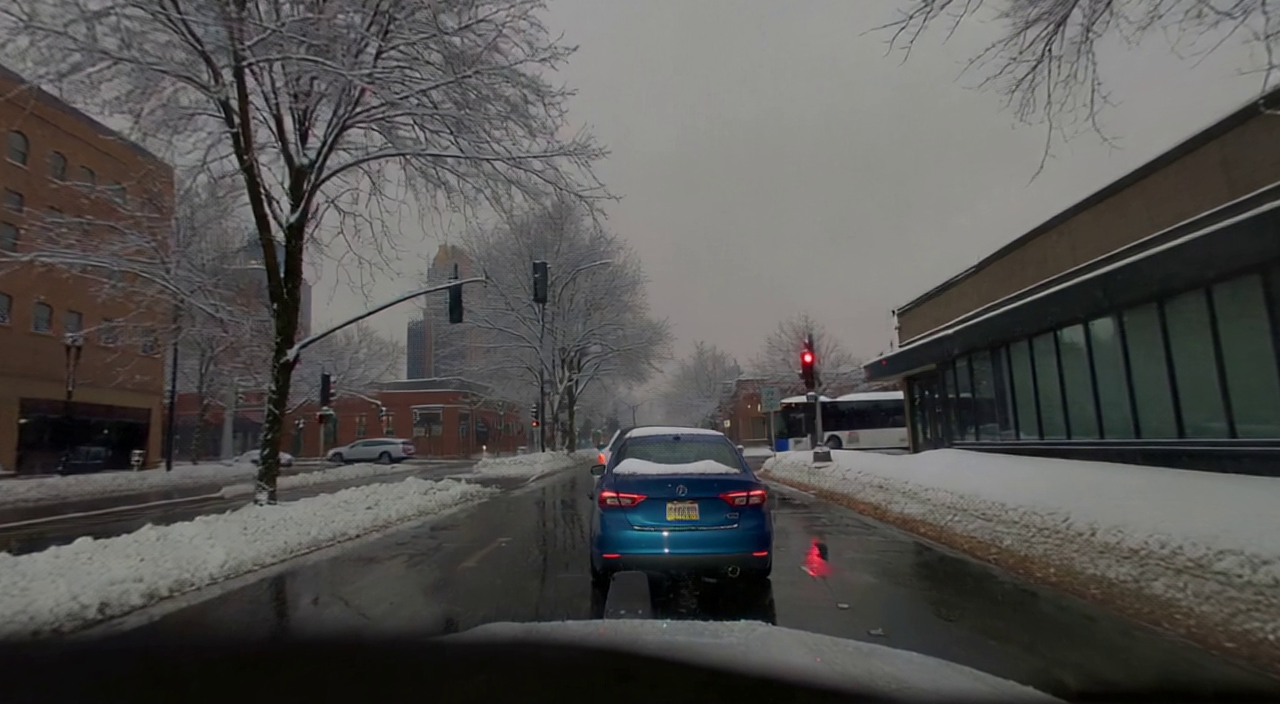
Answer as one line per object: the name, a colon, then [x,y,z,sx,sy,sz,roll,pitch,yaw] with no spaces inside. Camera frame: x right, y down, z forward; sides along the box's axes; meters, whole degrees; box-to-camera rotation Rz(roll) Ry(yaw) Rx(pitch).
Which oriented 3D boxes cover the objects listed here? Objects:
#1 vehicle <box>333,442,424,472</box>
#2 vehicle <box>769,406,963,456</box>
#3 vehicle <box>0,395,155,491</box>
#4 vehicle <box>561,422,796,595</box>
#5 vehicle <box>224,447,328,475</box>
vehicle: [-15.401,6.153,37.373,1.892,1.645,4.561,-8,-12,44]
vehicle: [17.325,6.169,49.242,13.811,3.706,2.997,0,-9,2]
vehicle: [-25.945,3.644,25.342,2.692,3.685,10.153,-3,-9,20]
vehicle: [0.366,1.630,7.393,2.006,1.470,3.799,0,-8,1]
vehicle: [-20.913,6.249,36.513,1.883,1.461,4.830,-5,-10,28]
